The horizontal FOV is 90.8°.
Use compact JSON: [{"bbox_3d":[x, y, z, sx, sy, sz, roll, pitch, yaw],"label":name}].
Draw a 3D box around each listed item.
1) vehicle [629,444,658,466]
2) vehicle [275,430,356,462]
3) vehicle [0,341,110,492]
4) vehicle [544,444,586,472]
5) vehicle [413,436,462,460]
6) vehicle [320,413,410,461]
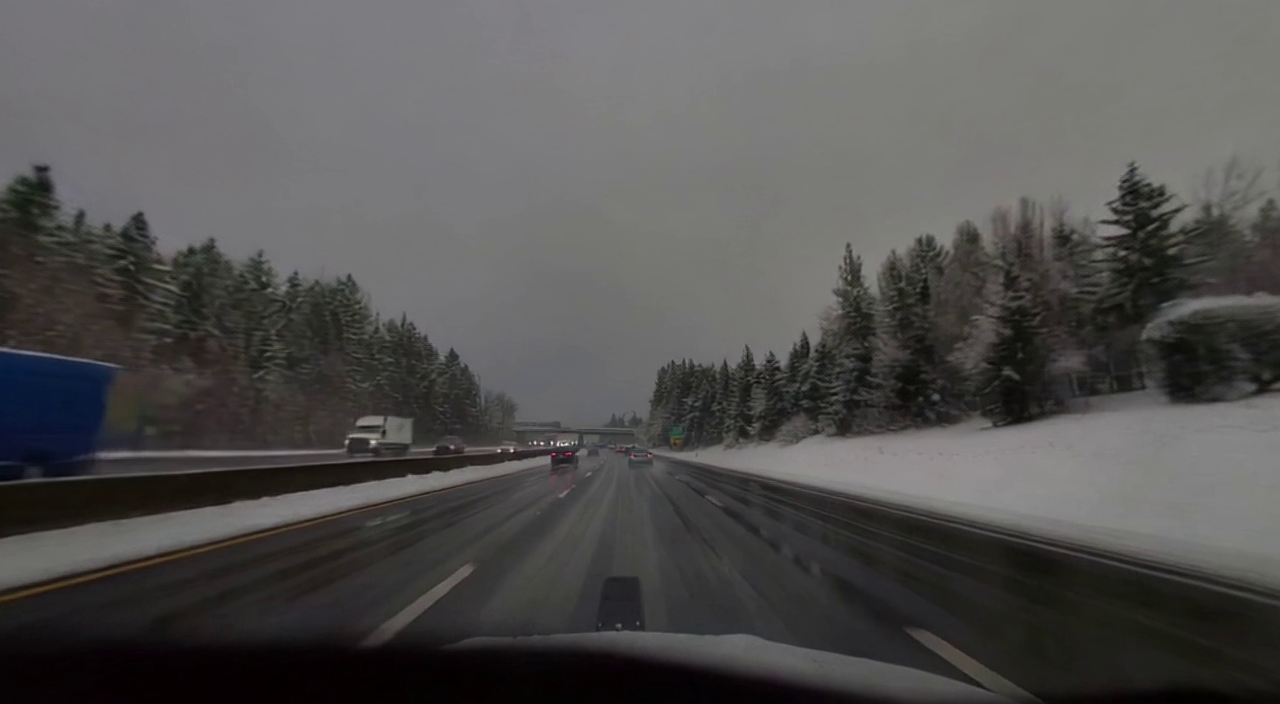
[{"bbox_3d":[0.202,7.626,46.832,2.008,1.499,3.192,0,-9,-2],"label":"vehicle"},{"bbox_3d":[-17.331,5.052,33.974,2.017,1.604,4.530,0,-9,-1],"label":"vehicle"},{"bbox_3d":[-12.984,1.008,10.415,2.316,2.749,7.020,0,-9,0],"label":"vehicle"},{"bbox_3d":[-4.395,6.252,37.487,2.054,1.500,4.469,0,-9,-1],"label":"vehicle"},{"bbox_3d":[-13.317,6.380,41.778,1.967,1.497,3.979,0,-9,-1],"label":"vehicle"},{"bbox_3d":[-17.586,5.569,40.884,2.719,2.778,7.156,0,-9,-1],"label":"vehicle"}]
